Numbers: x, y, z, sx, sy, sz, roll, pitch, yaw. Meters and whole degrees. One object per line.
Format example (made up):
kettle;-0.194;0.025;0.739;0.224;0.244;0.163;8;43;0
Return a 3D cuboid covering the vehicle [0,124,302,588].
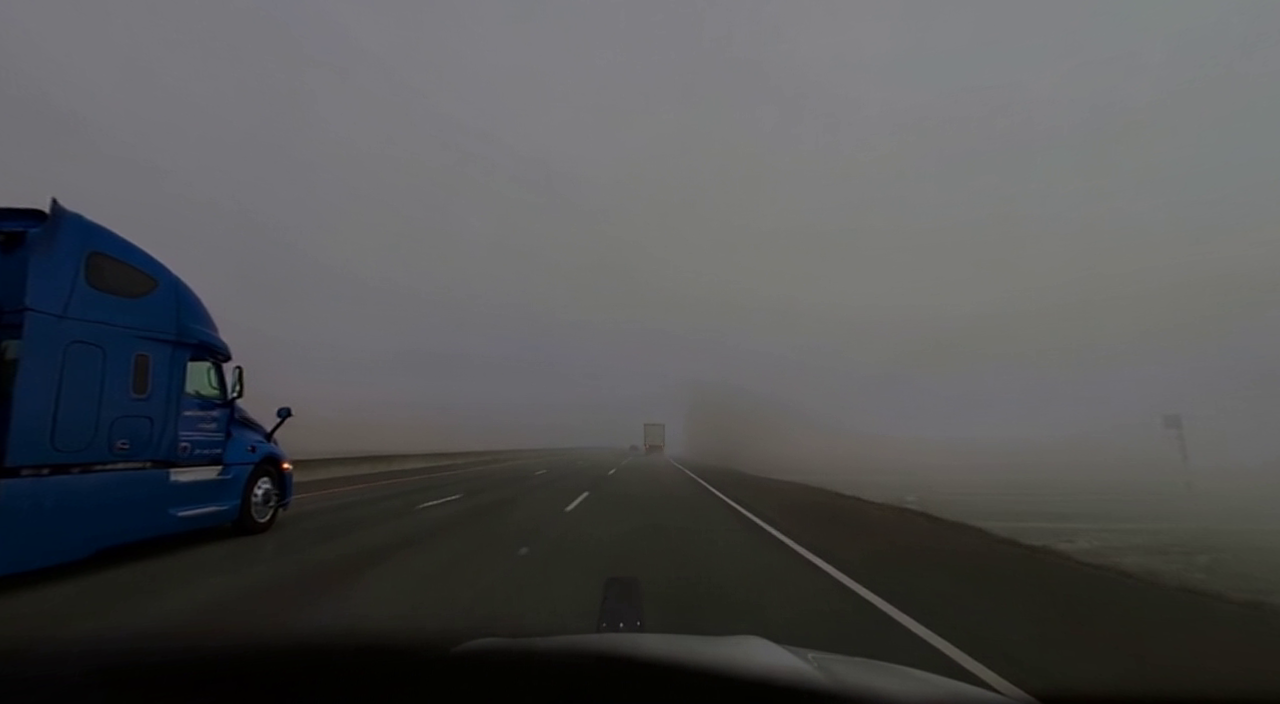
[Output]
vehicle;-7.007;0.032;5.460;2.996;3.947;8.600;0;-9;2
